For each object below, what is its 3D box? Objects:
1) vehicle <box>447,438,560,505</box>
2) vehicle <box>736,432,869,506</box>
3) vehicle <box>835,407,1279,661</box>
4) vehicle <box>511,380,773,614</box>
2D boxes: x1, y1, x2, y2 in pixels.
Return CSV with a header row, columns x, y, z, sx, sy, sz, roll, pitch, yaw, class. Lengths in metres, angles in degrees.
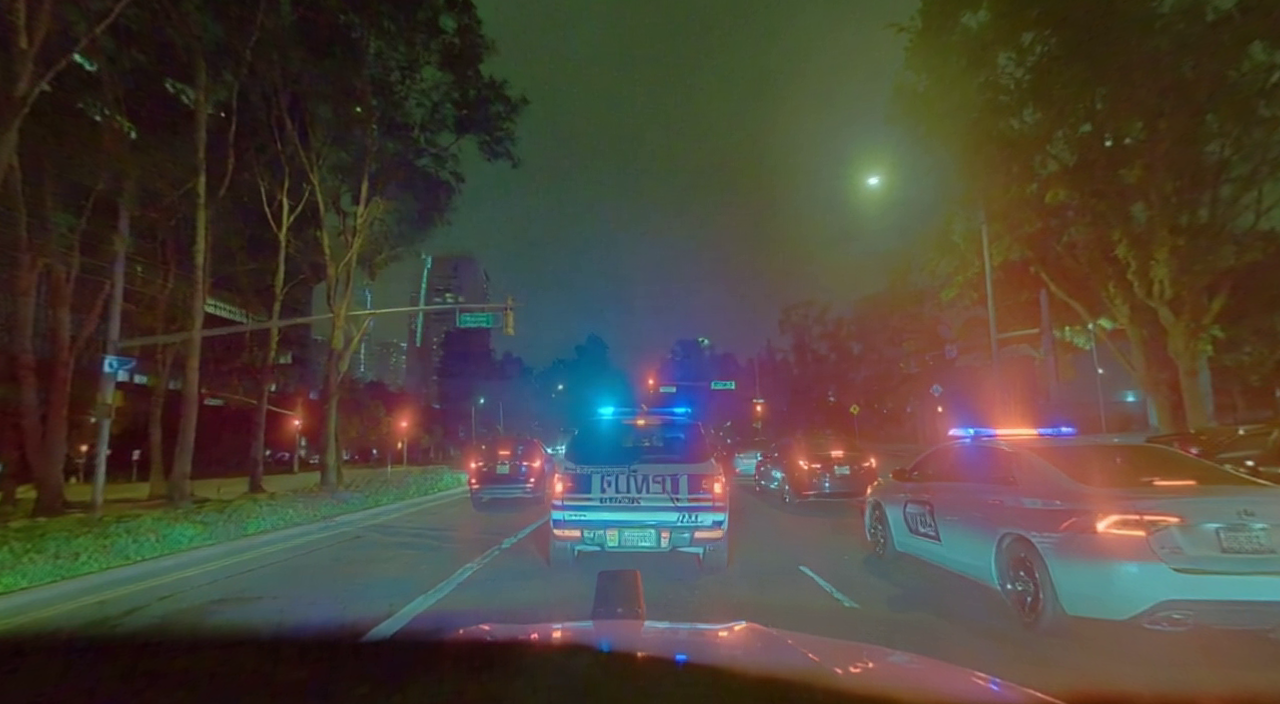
x,y,z,sx,sy,sz,roll,pitch,yaw,class
-3.313,2.984,16.208,1.913,1.464,4.276,0,-8,0,vehicle
3.642,2.706,15.057,1.940,1.474,4.234,0,-8,-1,vehicle
3.636,1.408,6.071,1.995,1.483,4.533,0,-8,-1,vehicle
-0.039,1.461,7.277,2.038,1.819,4.505,0,-8,-1,vehicle
